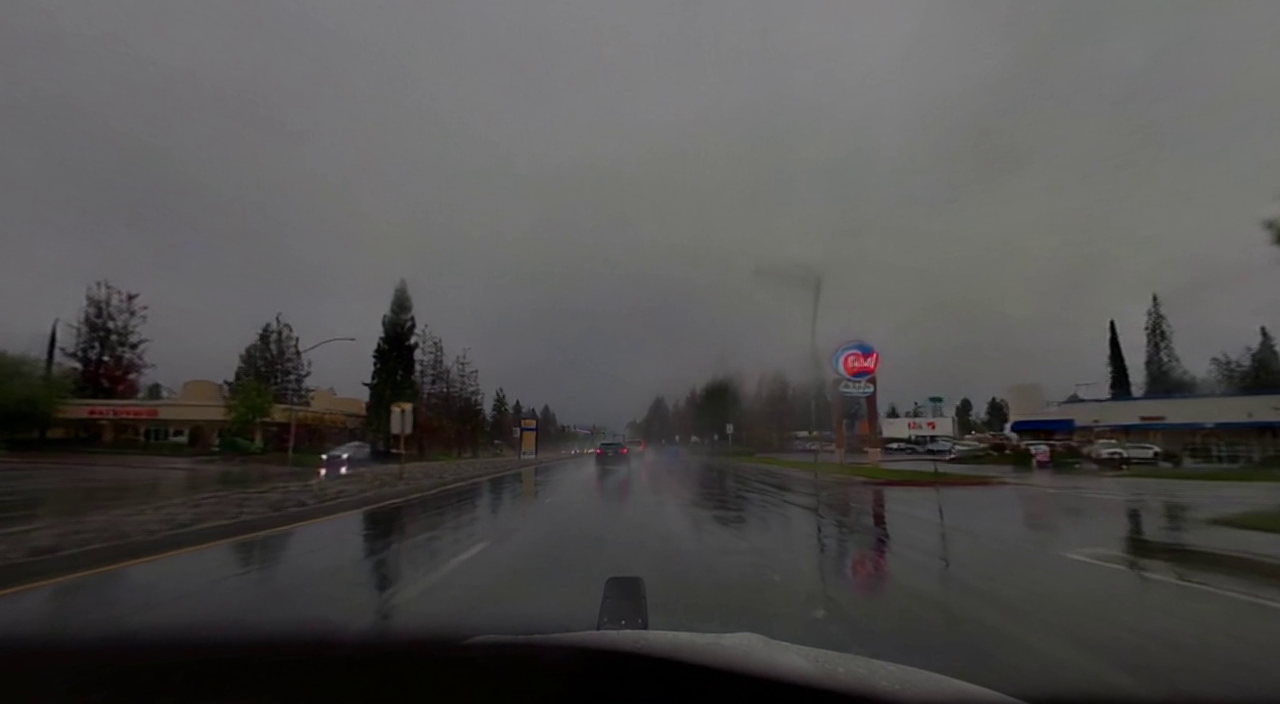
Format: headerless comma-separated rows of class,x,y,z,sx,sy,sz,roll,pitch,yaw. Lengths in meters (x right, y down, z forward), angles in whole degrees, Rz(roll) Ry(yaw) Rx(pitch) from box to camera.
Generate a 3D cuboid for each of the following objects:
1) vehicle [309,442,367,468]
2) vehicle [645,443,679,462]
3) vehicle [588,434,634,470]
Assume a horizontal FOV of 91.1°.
vehicle,-21.791,7.444,45.502,2.039,1.730,4.559,0,-8,-1
vehicle,1.684,7.948,49.758,2.113,1.446,4.309,1,-8,-5
vehicle,-1.570,5.766,36.340,2.222,1.899,5.006,0,-8,2
